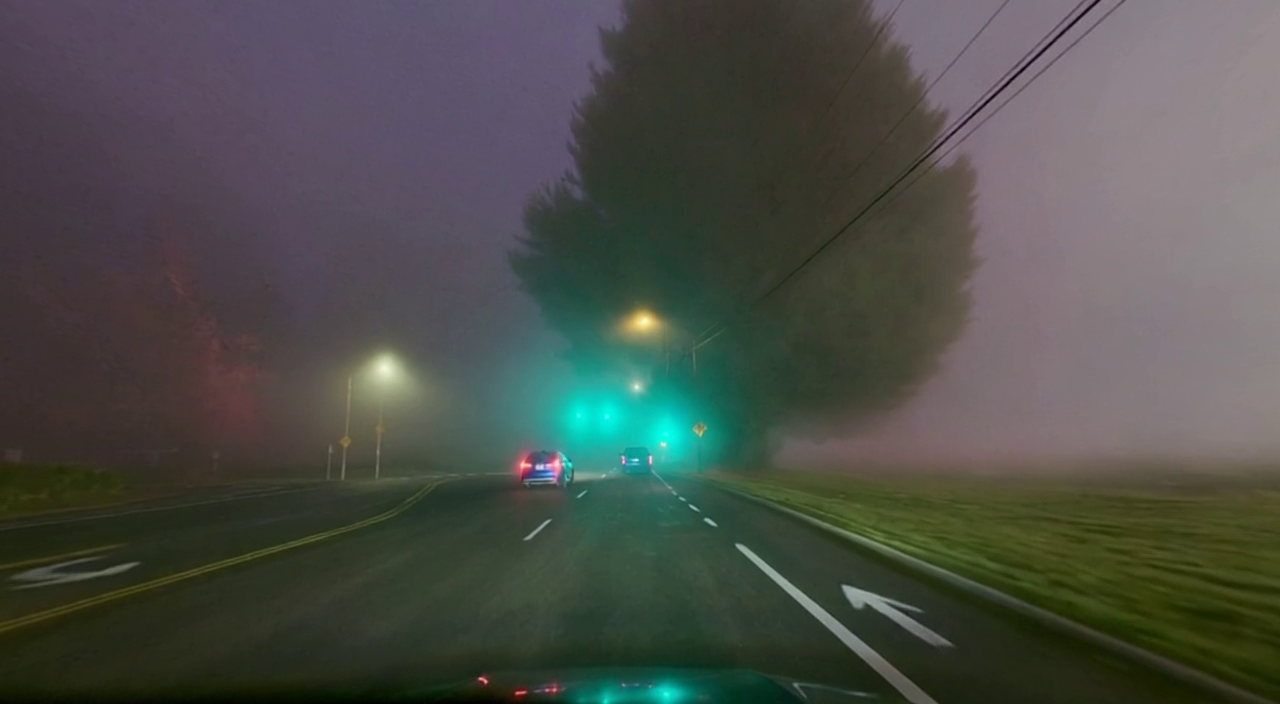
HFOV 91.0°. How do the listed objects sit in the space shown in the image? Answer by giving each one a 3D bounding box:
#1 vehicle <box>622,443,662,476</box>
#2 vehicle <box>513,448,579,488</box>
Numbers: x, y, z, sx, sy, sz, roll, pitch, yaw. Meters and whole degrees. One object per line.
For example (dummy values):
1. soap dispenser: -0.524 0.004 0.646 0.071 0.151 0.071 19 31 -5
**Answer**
1. vehicle: 0.029 6.262 37.076 2.215 1.799 4.426 0 -8 -1
2. vehicle: -3.732 4.652 25.655 2.036 1.447 4.044 0 -8 0
